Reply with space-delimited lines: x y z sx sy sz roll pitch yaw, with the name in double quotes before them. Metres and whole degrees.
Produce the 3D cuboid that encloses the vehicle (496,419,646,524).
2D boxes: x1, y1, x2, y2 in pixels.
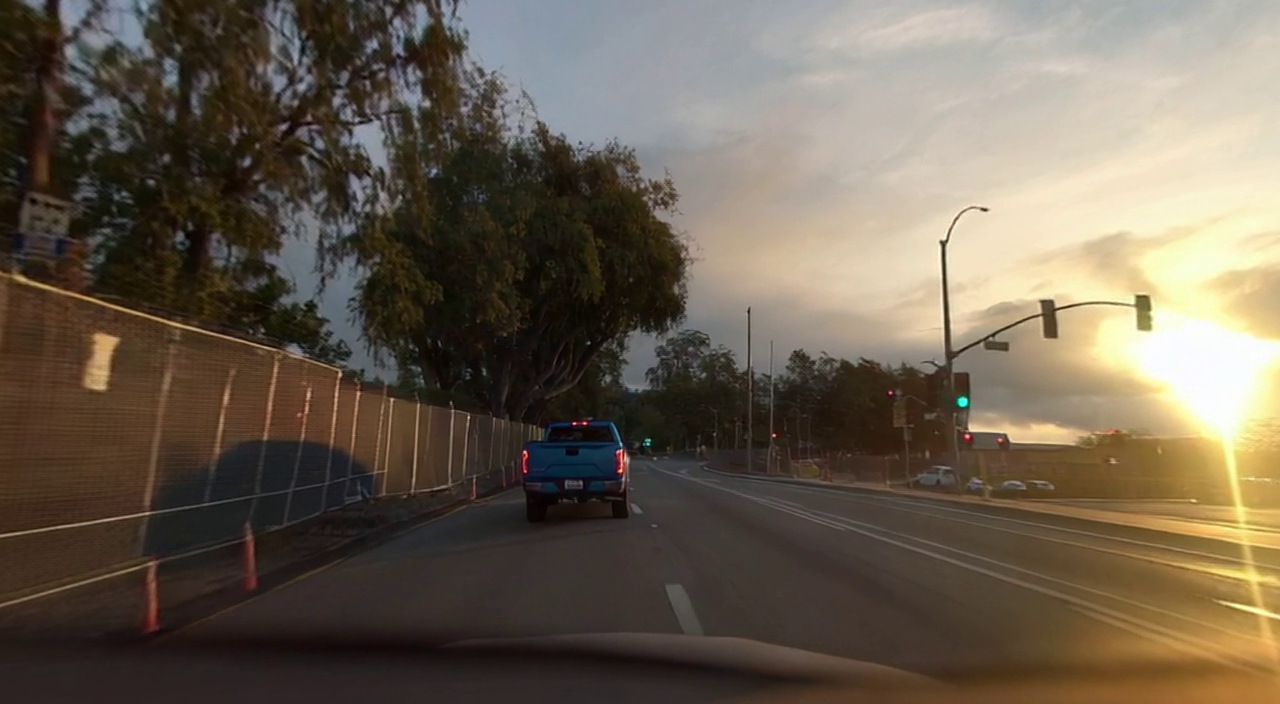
"vehicle" -1.165 2.347 13.067 2.436 1.698 5.322 0 -8 -1
